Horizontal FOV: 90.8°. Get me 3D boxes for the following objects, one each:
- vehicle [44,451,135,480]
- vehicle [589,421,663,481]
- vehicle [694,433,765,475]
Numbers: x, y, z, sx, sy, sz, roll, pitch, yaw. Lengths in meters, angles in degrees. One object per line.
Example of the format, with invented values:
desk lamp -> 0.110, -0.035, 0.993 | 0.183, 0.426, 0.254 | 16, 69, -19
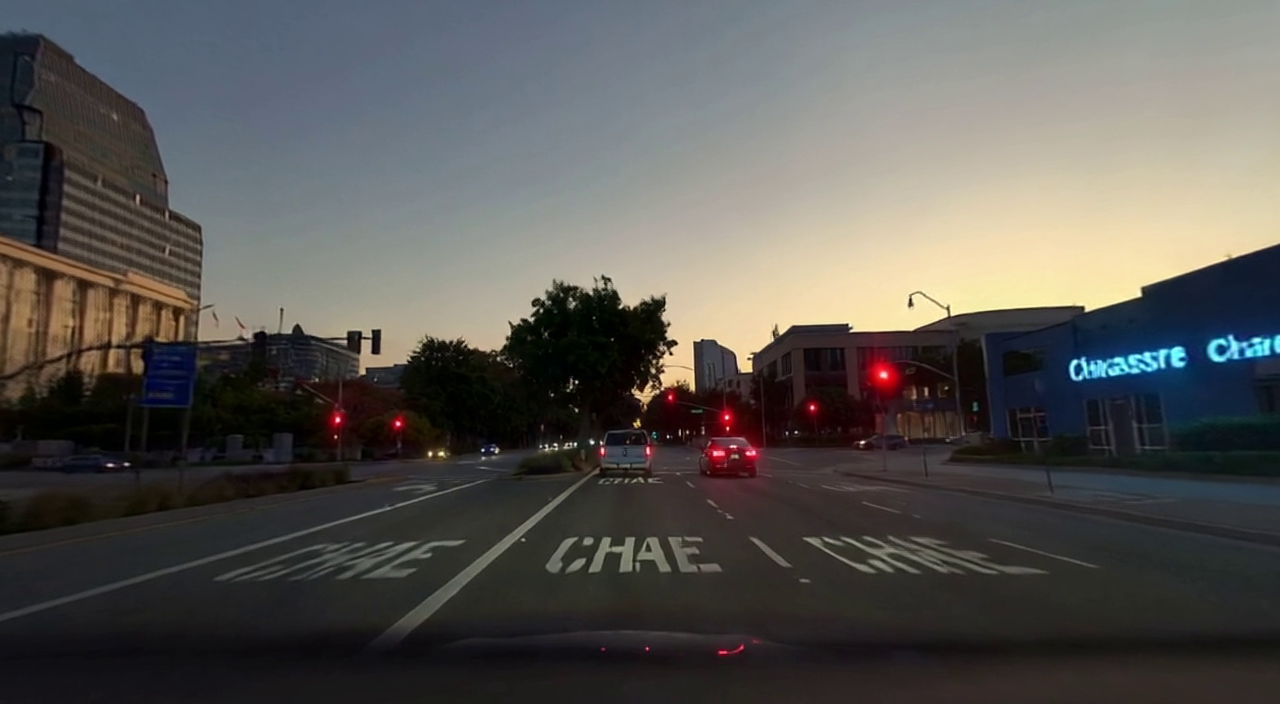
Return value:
vehicle -> -39.655, 8.175, 45.607 | 4.610, 1.691, 2.034 | -3, -8, -2
vehicle -> -0.441, 3.431, 22.060 | 2.313, 1.860, 4.319 | 0, -8, 0
vehicle -> 3.421, 4.011, 25.026 | 2.080, 1.472, 4.401 | 0, -8, -1
